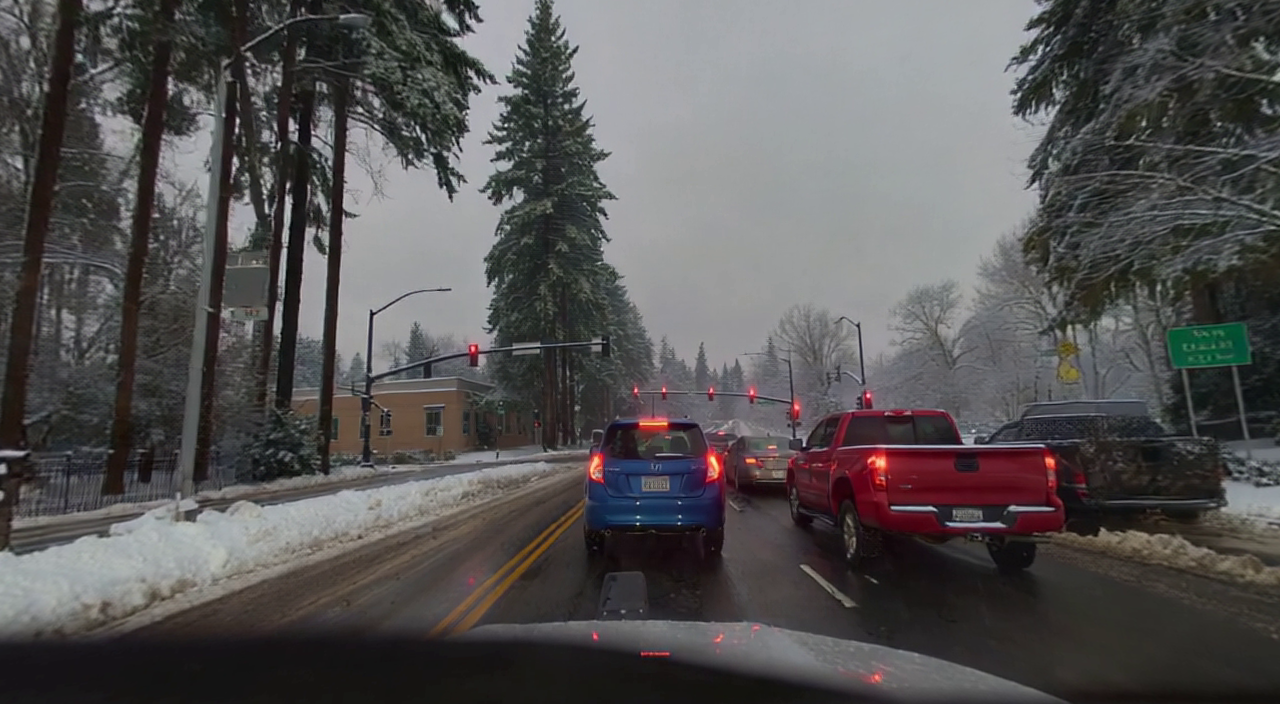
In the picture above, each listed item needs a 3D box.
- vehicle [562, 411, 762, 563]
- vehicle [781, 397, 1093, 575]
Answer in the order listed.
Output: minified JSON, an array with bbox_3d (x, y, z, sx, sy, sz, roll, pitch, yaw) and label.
[{"bbox_3d":[0.245,1.774,8.967,2.168,1.641,4.039,0,-8,0],"label":"vehicle"},{"bbox_3d":[3.387,1.630,8.370,2.099,1.725,4.290,0,-8,1],"label":"vehicle"}]
